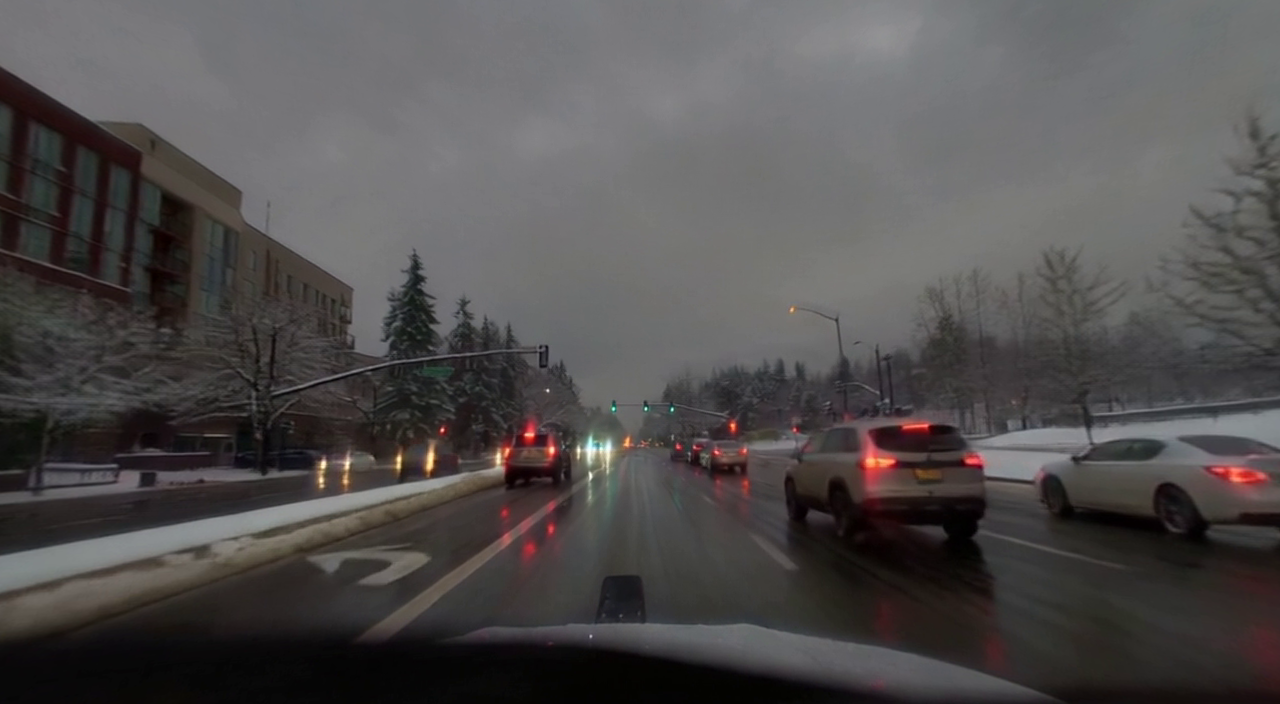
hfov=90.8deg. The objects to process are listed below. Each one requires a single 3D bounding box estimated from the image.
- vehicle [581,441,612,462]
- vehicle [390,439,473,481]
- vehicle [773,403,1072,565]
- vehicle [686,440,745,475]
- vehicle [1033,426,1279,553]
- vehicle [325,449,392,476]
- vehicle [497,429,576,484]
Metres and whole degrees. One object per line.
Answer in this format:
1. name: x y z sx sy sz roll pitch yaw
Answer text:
1. vehicle: -3.173 7.413 47.272 2.032 1.442 4.336 0 -8 0
2. vehicle: -8.925 4.646 27.501 2.036 1.655 4.529 -1 -8 0
3. vehicle: 3.614 1.795 9.359 2.152 1.742 4.704 0 -8 -1
4. vehicle: 3.394 4.873 29.434 2.054 1.473 4.511 0 -8 -2
5. vehicle: 8.668 1.989 9.939 1.944 1.503 4.723 -1 -8 0
6. vehicle: -17.566 6.906 39.631 2.067 1.512 4.533 -1 -8 1
7. vehicle: -3.644 3.777 23.050 2.155 1.797 3.989 -1 -8 1
